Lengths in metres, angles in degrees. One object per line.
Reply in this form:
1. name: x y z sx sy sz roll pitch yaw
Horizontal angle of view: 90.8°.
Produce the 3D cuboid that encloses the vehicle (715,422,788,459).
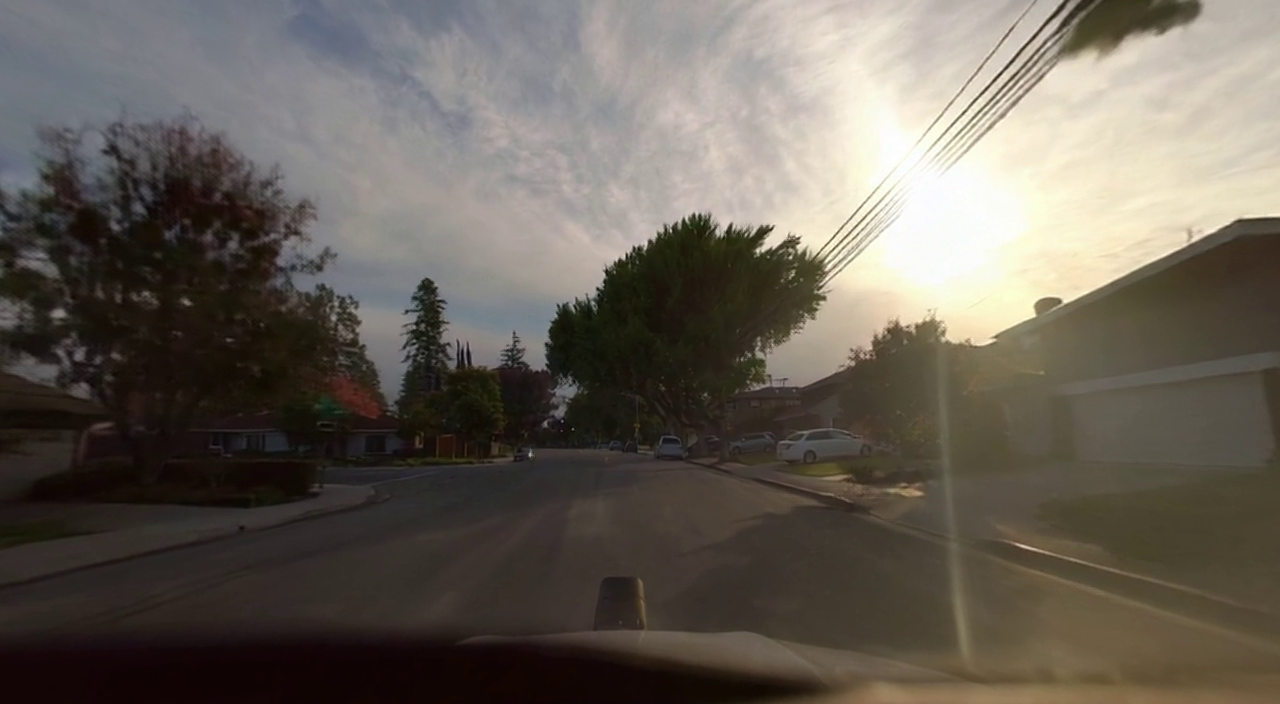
1. vehicle: 8.326 6.602 47.365 4.801 2.139 2.164 -7 -7 -3
